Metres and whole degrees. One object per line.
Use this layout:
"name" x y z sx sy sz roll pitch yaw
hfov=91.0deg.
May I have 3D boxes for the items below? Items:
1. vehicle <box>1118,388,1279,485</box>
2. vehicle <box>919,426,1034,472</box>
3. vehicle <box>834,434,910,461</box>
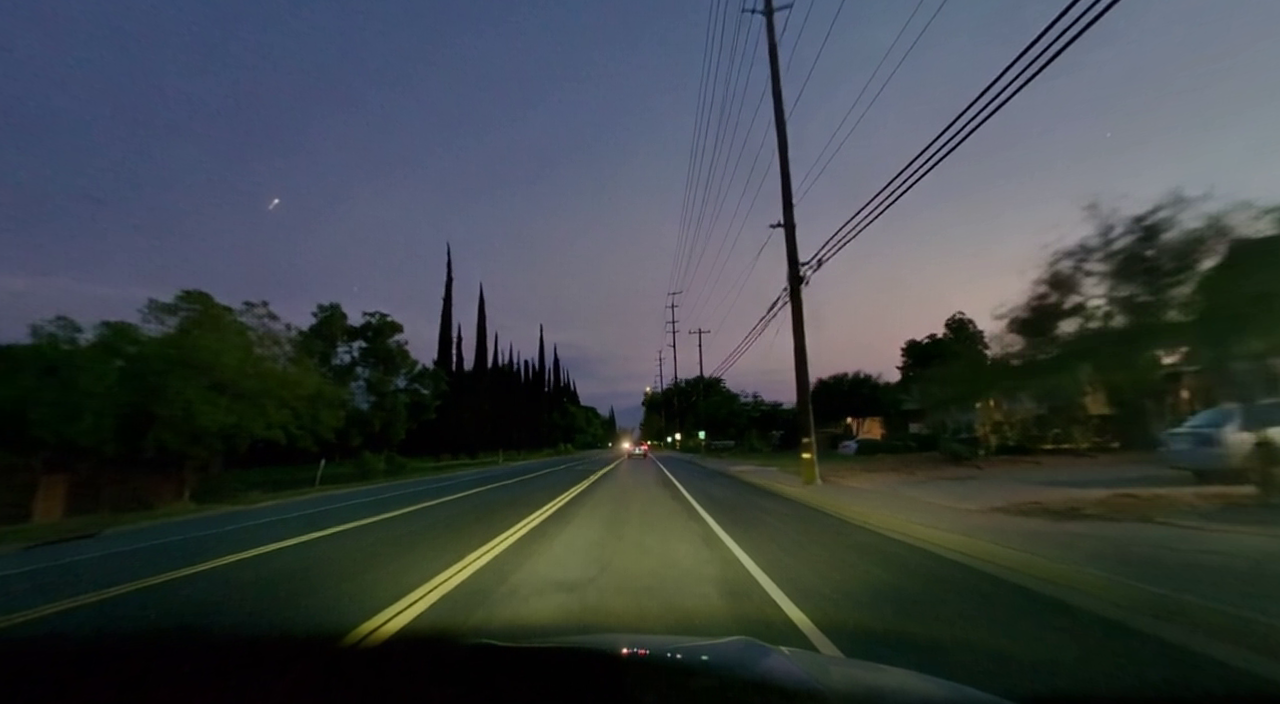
"vehicle" 14.001 1.860 13.761 5.242 1.951 2.066 0 -8 2
"vehicle" 12.277 3.579 23.365 1.846 1.523 4.492 0 -8 1
"vehicle" 14.301 5.909 38.899 3.855 1.548 1.937 0 -8 -6
